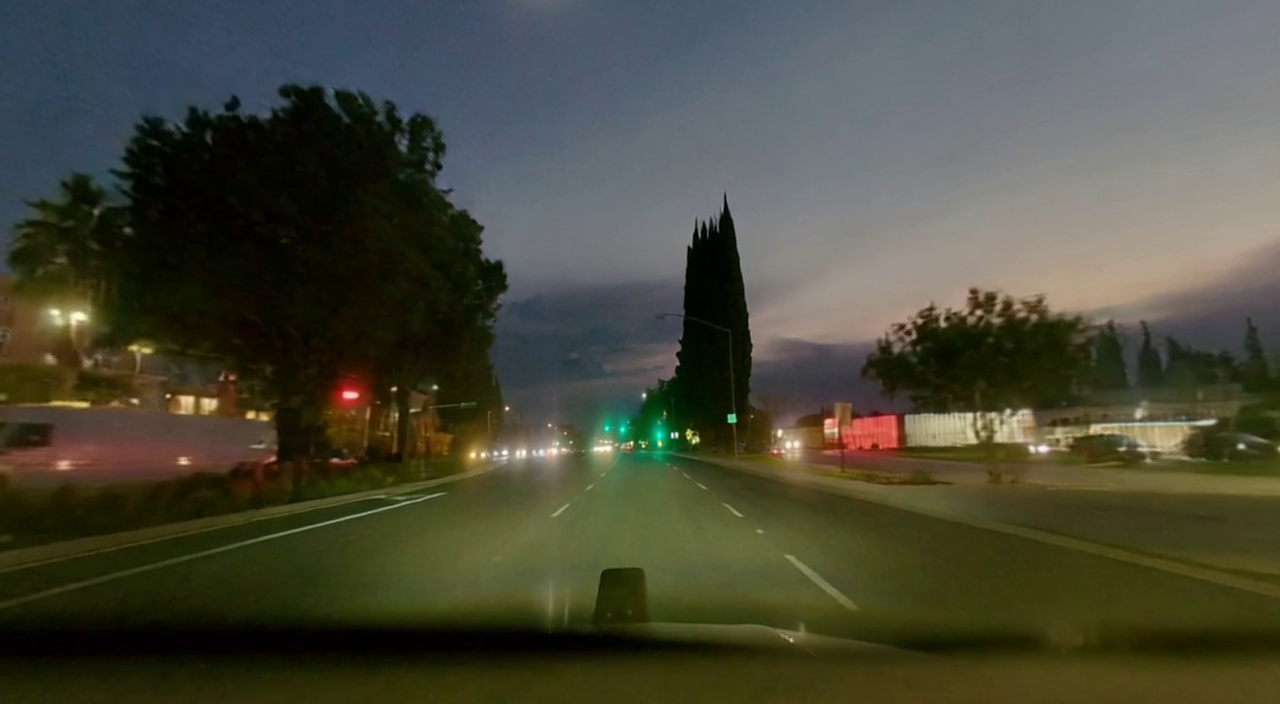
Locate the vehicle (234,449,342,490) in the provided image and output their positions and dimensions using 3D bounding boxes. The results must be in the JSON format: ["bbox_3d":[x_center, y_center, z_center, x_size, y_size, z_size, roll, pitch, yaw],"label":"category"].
[{"bbox_3d":[-14.204,4.735,25.791,1.830,1.474,4.623,0,-8,-1],"label":"vehicle"}]

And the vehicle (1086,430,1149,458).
[{"bbox_3d":[26.885,5.210,35.614,2.002,1.460,4.533,-5,-9,27],"label":"vehicle"}]

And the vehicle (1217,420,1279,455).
[{"bbox_3d":[35.445,4.893,36.064,2.129,1.846,4.542,-4,-9,24],"label":"vehicle"}]

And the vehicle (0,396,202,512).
[{"bbox_3d":[-20.996,3.568,22.312,3.141,3.464,11.209,0,-8,-1],"label":"vehicle"}]

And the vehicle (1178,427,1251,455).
[{"bbox_3d":[32.544,5.094,35.815,1.826,1.478,4.336,-4,-9,26],"label":"vehicle"}]
